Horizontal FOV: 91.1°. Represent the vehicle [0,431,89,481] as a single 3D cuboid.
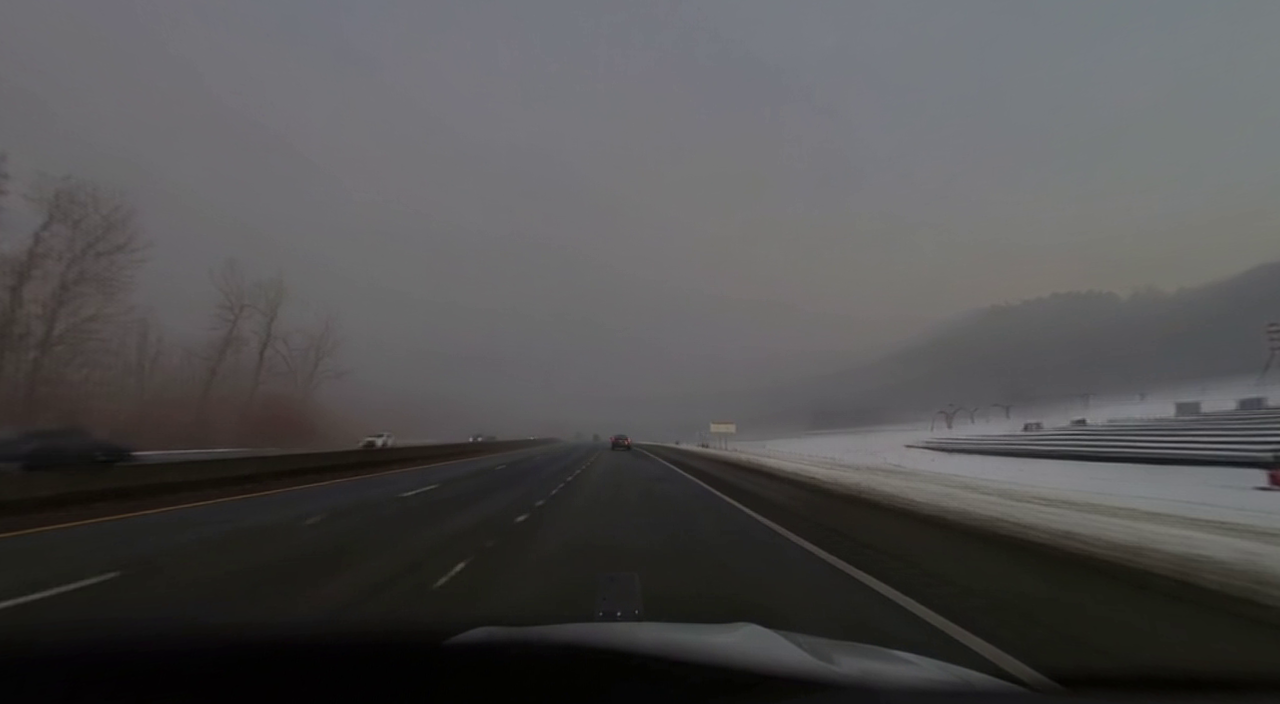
[{"bbox_3d":[-19.927,3.223,19.576,1.791,1.467,4.207,0,-8,-1],"label":"vehicle"}]
